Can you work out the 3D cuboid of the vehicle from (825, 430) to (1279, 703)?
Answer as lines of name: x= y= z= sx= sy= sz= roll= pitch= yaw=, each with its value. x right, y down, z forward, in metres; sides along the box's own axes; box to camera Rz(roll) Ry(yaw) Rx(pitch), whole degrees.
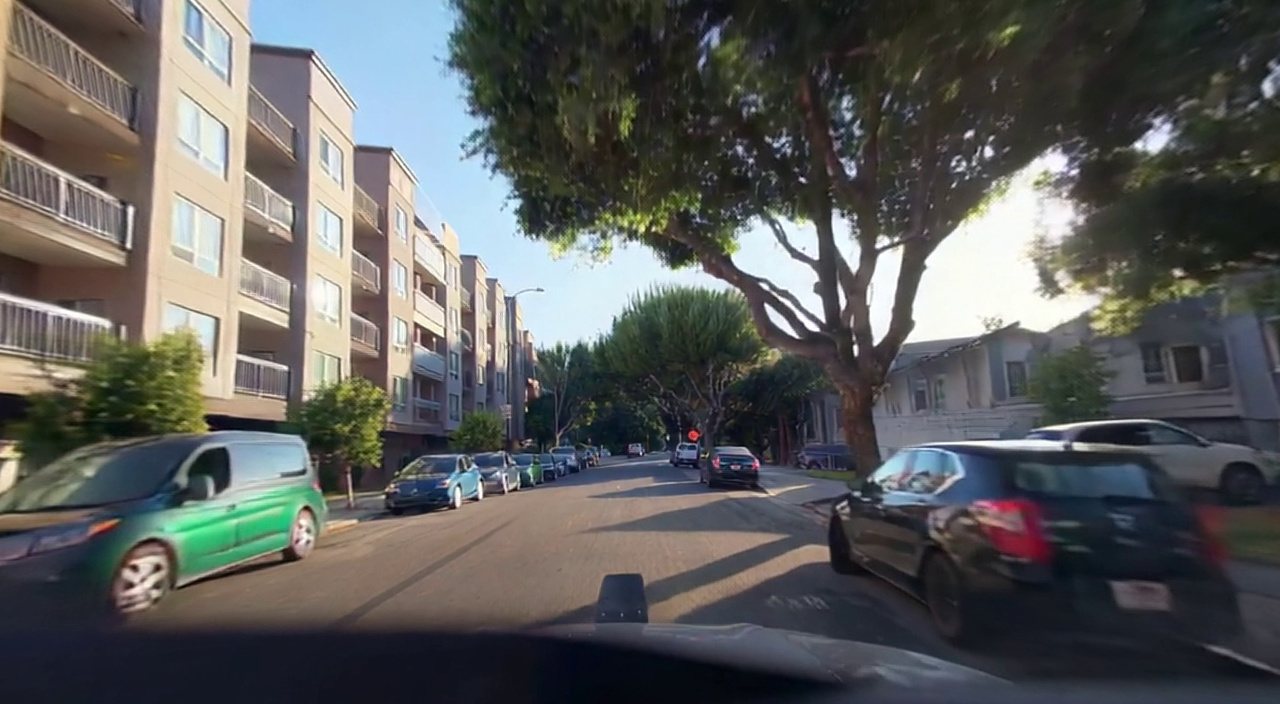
vehicle: x=3.111 y=1.477 z=5.379 sx=1.903 sy=1.512 sz=3.900 roll=0 pitch=-8 yaw=1

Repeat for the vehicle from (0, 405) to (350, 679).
vehicle: x=-5.318 y=1.671 z=7.157 sx=1.947 sy=1.833 sz=4.606 roll=-2 pitch=-2 yaw=0

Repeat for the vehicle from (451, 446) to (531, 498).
vehicle: x=-4.970 y=4.026 z=21.614 sx=1.782 sy=1.585 sz=3.962 roll=0 pitch=-8 yaw=0

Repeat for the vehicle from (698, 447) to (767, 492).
vehicle: x=3.302 y=4.266 z=23.385 sx=1.835 sy=1.490 sz=4.134 roll=0 pitch=-8 yaw=-1

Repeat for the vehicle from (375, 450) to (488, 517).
vehicle: x=-5.273 y=3.338 z=16.459 sx=1.722 sy=1.491 sz=3.431 roll=0 pitch=-8 yaw=1
